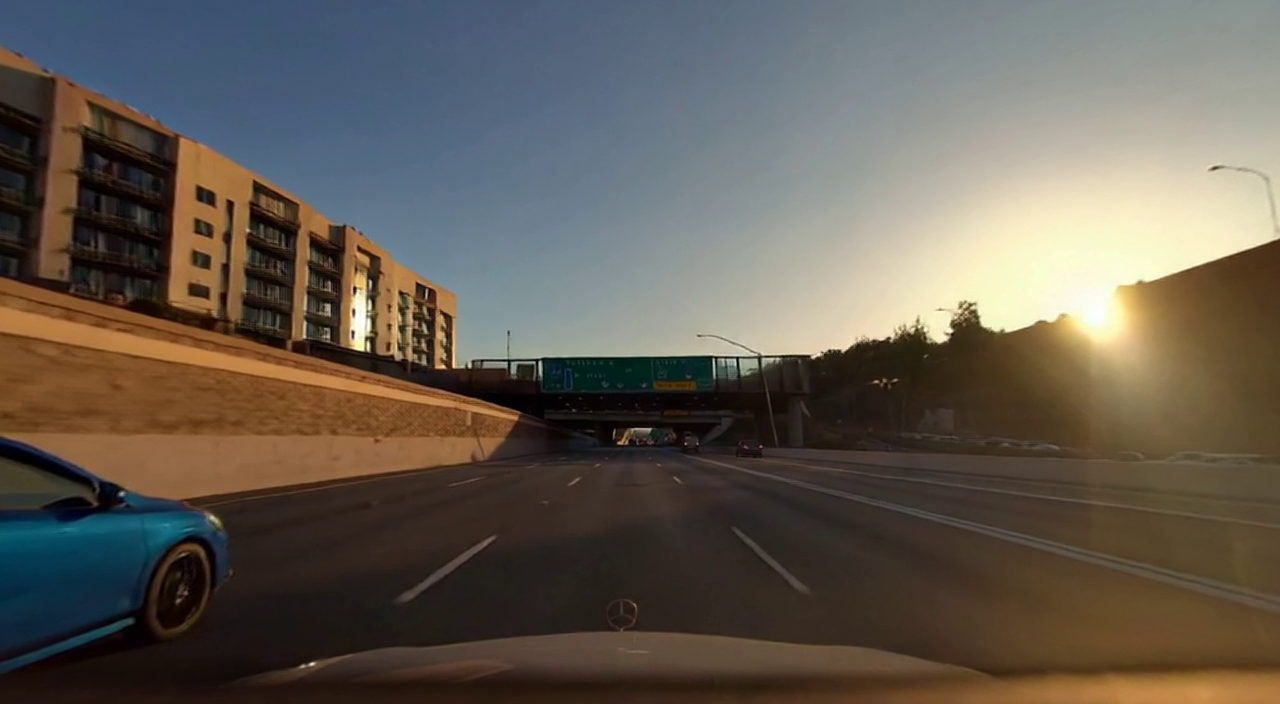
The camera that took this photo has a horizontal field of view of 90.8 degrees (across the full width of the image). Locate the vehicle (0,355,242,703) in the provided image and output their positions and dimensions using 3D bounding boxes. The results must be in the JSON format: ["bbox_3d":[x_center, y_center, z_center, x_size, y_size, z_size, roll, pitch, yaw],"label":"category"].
[{"bbox_3d":[-3.779,0.760,2.148,2.070,1.641,4.315,0,-8,-1],"label":"vehicle"}]

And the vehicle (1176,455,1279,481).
[{"bbox_3d":[34.274,6.775,36.904,4.252,1.444,1.702,0,-8,1],"label":"vehicle"}]
